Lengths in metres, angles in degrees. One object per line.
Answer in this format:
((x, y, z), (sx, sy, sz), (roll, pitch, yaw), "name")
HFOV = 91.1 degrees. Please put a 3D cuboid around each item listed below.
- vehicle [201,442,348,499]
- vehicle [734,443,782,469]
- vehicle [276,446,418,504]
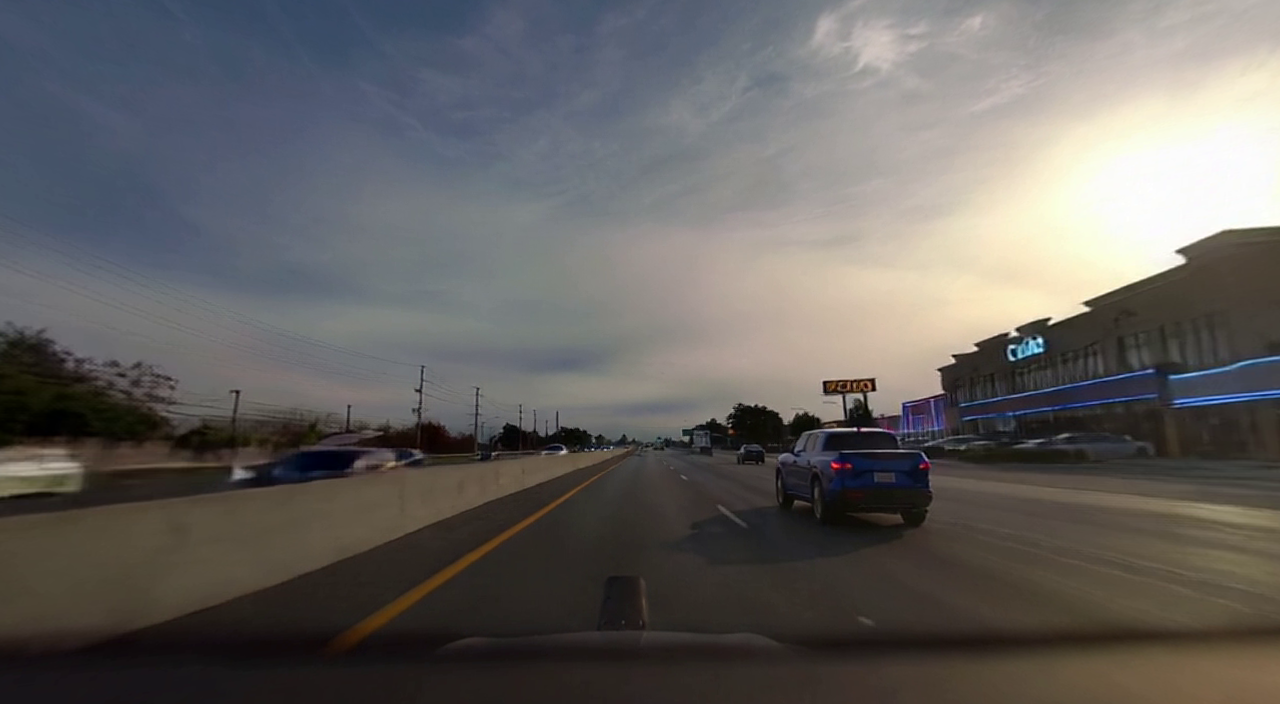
((-12.383, 4.003, 21.749), (2.058, 1.748, 4.841), (0, -8, 2), "vehicle")
((7.496, 6.669, 40.537), (2.079, 1.518, 5.032), (0, -8, -1), "vehicle")
((-8.595, 3.610, 18.983), (1.942, 1.483, 4.649), (0, -8, 2), "vehicle")
